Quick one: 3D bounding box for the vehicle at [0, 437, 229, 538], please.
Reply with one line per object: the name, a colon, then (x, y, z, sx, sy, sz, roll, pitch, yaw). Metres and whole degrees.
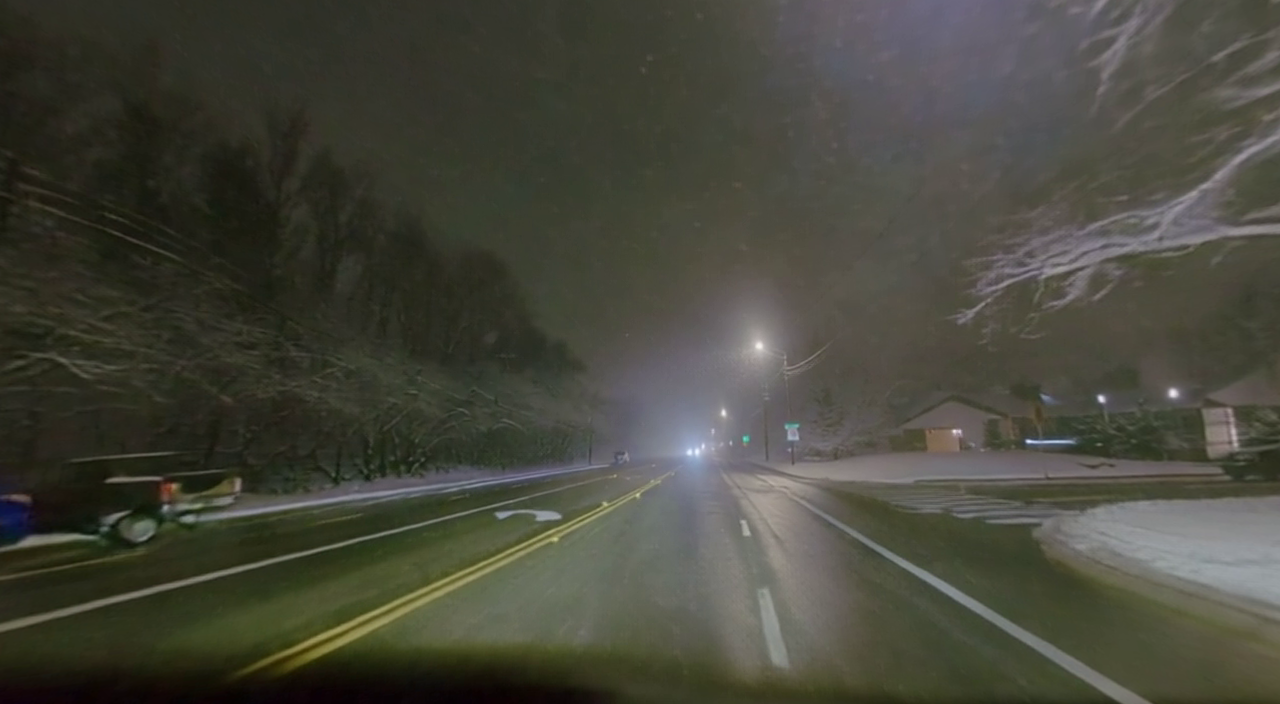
vehicle: (-11.973, 2.955, 13.829, 4.601, 1.730, 2.035, -6, -9, 2)
